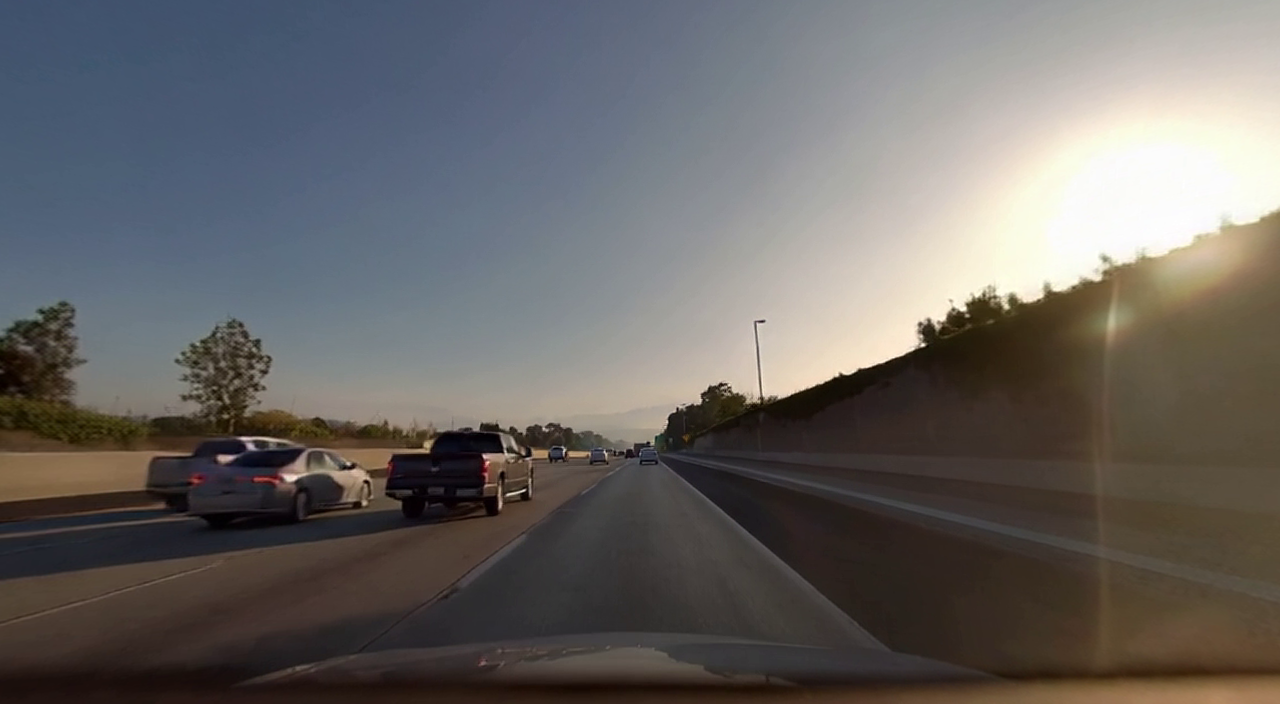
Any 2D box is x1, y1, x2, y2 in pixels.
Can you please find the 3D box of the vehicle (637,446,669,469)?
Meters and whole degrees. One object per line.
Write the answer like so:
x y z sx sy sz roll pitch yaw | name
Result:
0.836 7.017 42.174 2.073 1.480 4.343 0 -9 0 | vehicle

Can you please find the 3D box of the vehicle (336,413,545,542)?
-3.172 2.127 11.339 2.124 1.787 4.830 0 -9 0 | vehicle

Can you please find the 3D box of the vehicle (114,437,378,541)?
-6.590 2.302 11.293 1.887 1.475 4.316 0 -9 1 | vehicle
